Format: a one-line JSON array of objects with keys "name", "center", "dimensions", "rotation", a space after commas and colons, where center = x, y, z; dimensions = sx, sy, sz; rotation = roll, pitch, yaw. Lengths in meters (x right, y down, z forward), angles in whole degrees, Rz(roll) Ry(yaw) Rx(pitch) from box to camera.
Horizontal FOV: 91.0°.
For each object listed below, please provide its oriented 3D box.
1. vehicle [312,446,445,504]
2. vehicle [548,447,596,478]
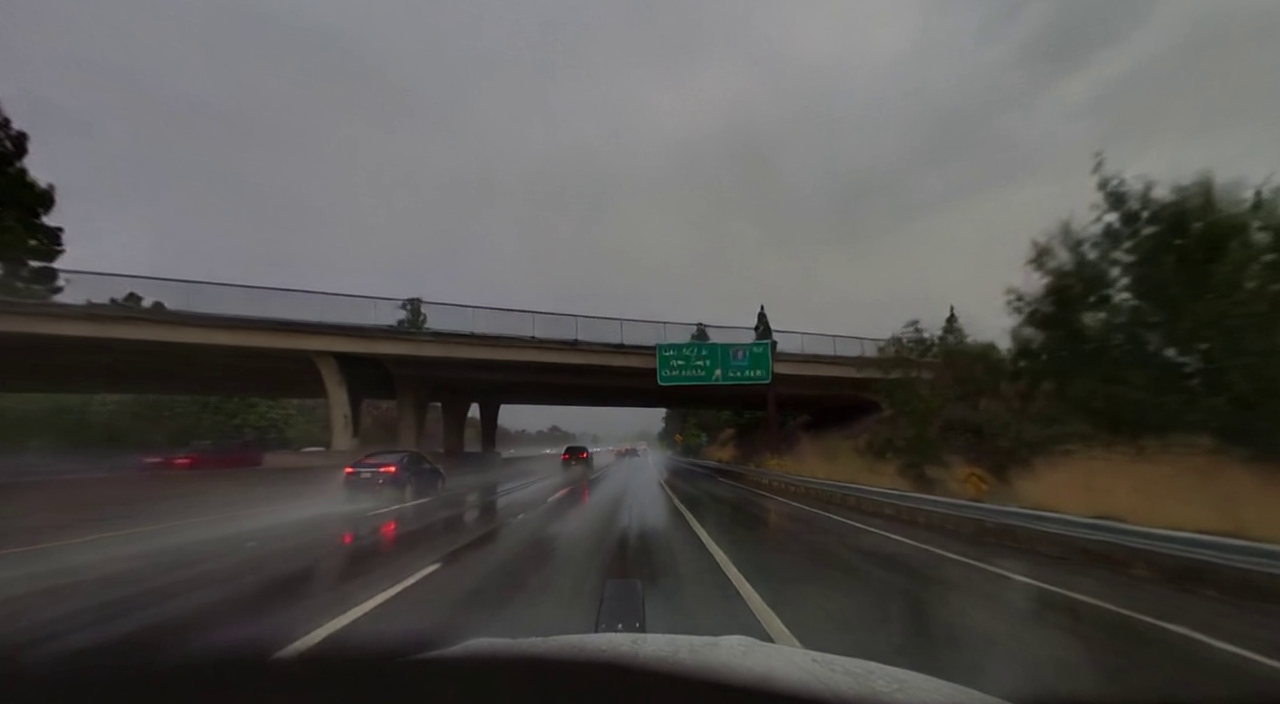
[{"name": "vehicle", "center": [-7.699, 3.637, 19.126], "dimensions": [2.002, 1.507, 4.631], "rotation": [0, -9, 0]}, {"name": "vehicle", "center": [-3.755, 6.180, 35.483], "dimensions": [2.102, 1.571, 4.666], "rotation": [0, -9, 1]}]
